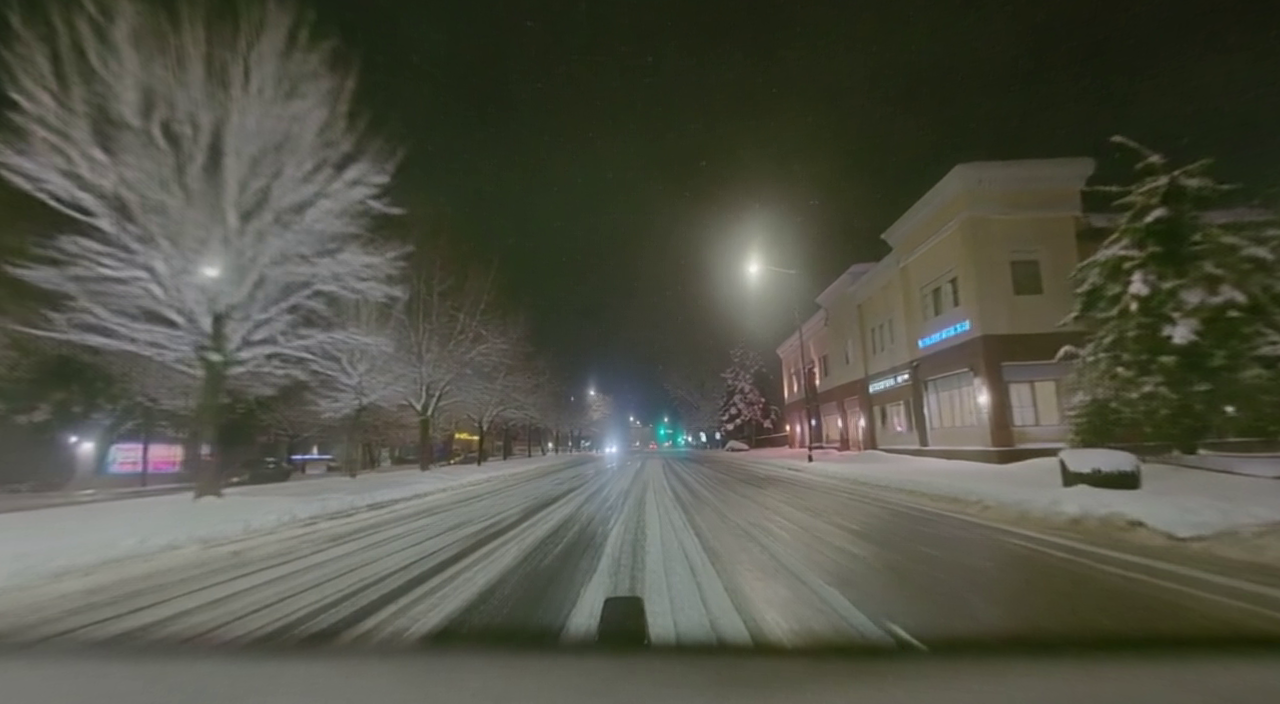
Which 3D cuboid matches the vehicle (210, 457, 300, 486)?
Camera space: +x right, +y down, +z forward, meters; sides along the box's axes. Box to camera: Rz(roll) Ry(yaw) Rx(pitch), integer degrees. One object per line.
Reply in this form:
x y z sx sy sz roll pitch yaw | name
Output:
-22.192 6.876 36.570 2.135 1.467 4.653 -1 -9 2 | vehicle
